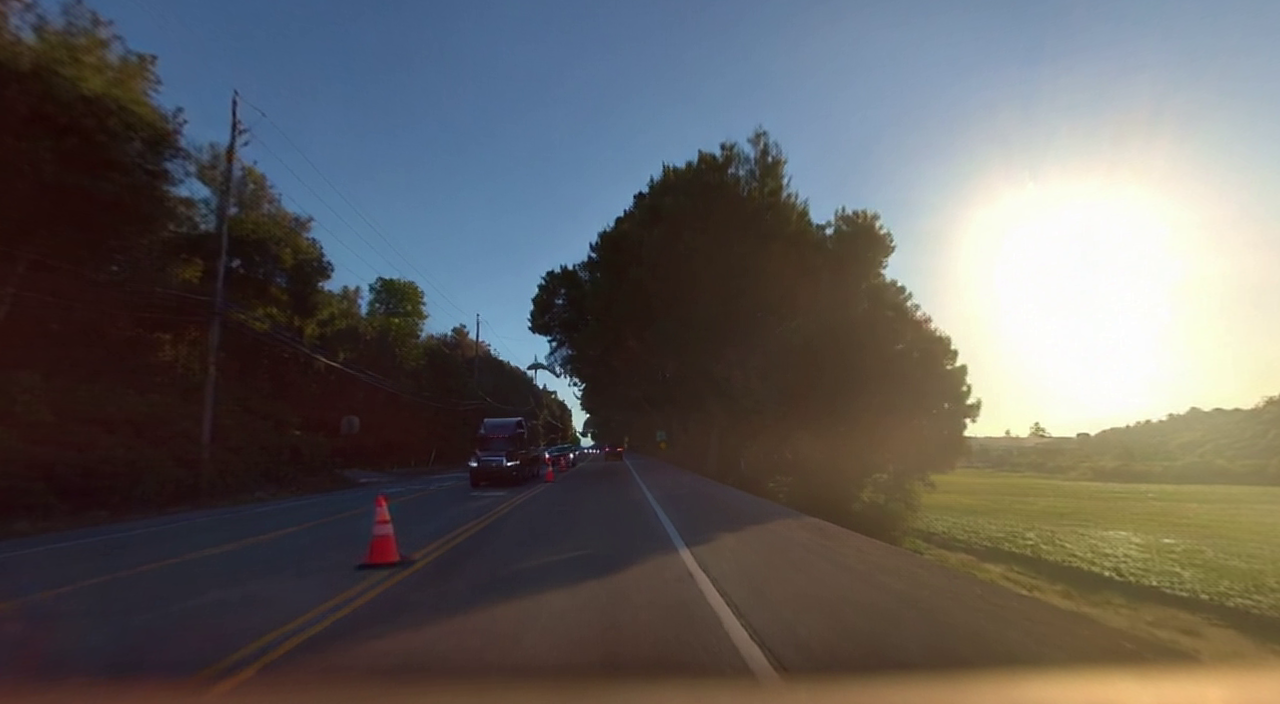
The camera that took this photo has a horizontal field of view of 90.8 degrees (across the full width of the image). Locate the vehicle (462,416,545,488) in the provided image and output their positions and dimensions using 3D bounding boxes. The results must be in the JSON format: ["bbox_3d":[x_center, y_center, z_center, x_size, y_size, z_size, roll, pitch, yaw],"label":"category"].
[{"bbox_3d":[-5.052,3.759,24.017,2.380,2.488,4.028,0,-8,-2],"label":"vehicle"}]
